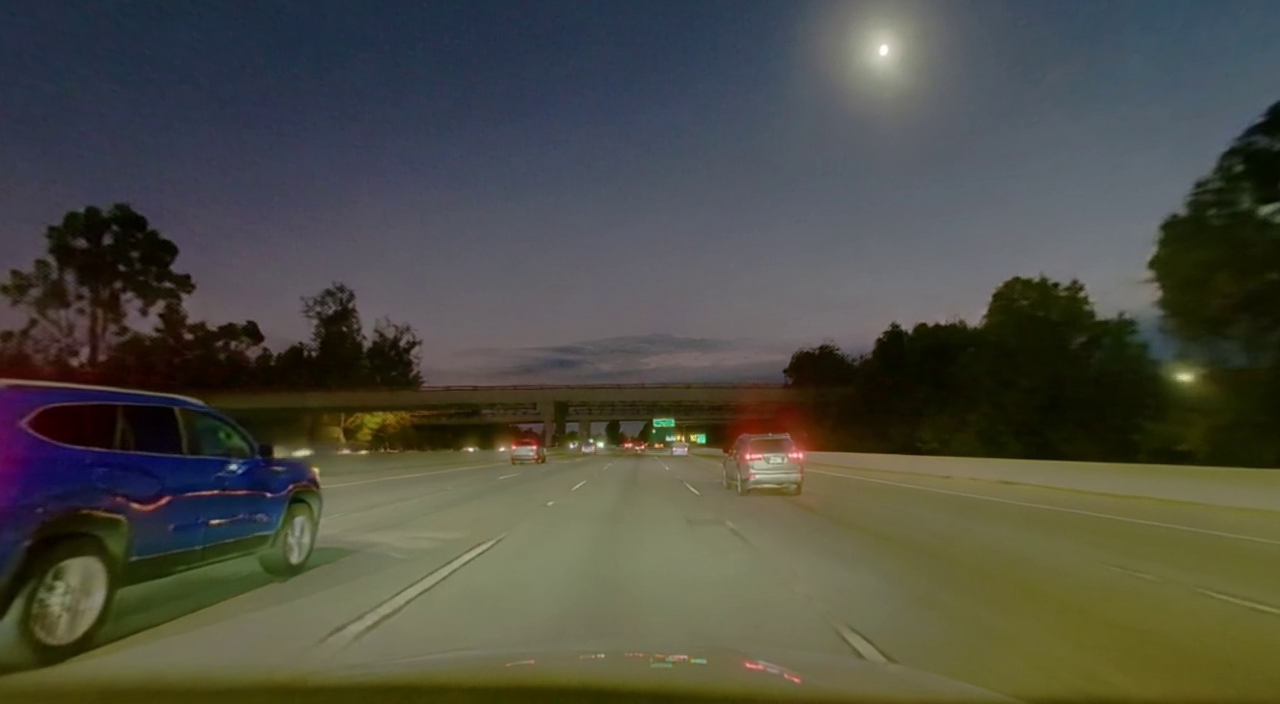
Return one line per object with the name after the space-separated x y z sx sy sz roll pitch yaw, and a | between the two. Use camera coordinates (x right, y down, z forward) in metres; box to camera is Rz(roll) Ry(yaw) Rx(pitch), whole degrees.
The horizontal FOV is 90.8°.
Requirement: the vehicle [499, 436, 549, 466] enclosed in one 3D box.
-7.437 6.390 40.927 2.193 1.818 4.995 0 -8 1 | vehicle

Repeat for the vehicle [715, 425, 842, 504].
3.376 2.858 16.432 2.185 1.749 4.477 0 -8 -1 | vehicle

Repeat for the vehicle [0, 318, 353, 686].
-4.311 1.007 4.825 2.018 1.872 4.728 0 -8 0 | vehicle
